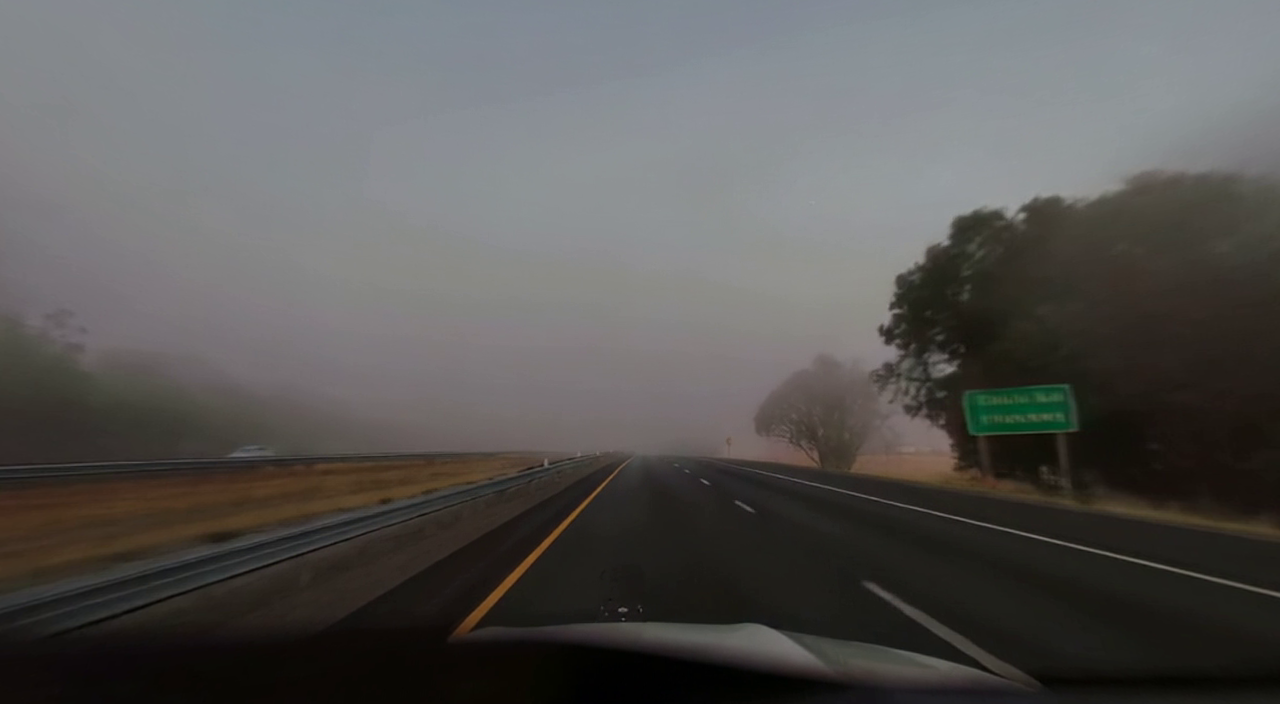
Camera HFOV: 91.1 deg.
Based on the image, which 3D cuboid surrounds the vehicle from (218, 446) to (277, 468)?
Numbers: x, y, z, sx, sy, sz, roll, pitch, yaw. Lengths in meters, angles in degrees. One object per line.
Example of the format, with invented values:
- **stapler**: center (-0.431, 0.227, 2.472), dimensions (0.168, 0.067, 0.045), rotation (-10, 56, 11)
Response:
- **vehicle**: center (-28.142, 7.505, 45.104), dimensions (1.776, 1.458, 3.680), rotation (0, -8, 1)
